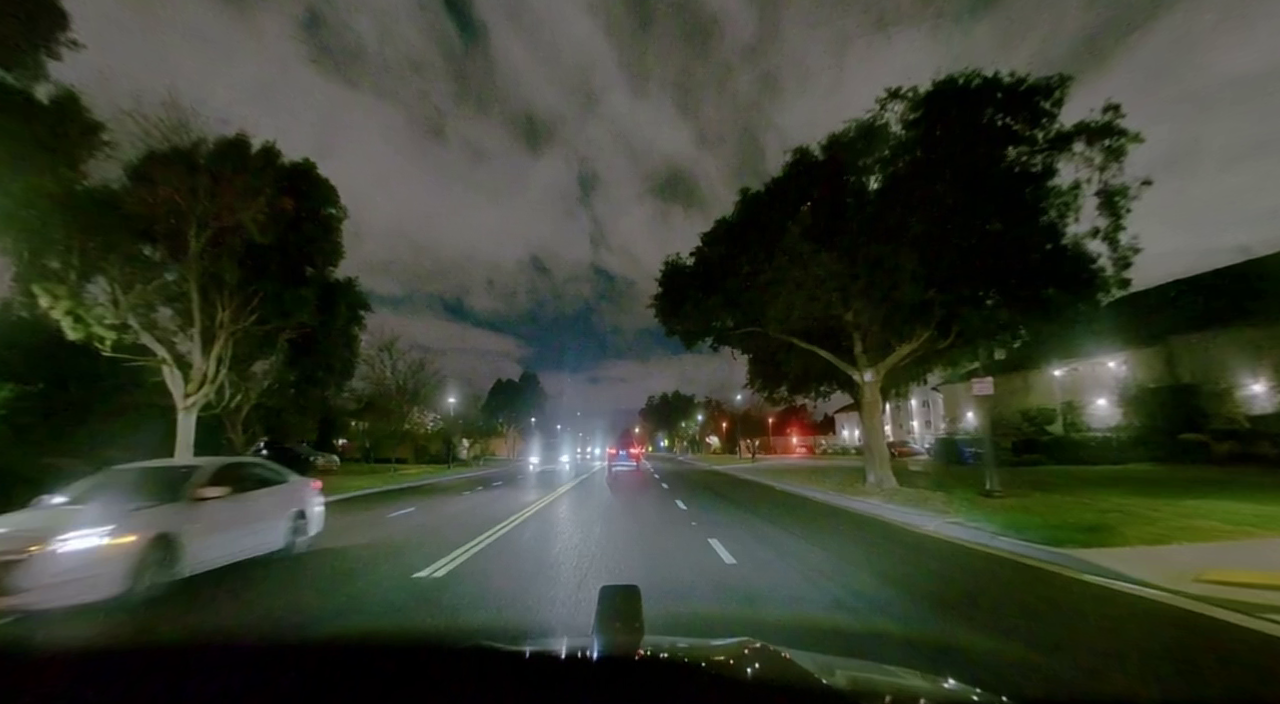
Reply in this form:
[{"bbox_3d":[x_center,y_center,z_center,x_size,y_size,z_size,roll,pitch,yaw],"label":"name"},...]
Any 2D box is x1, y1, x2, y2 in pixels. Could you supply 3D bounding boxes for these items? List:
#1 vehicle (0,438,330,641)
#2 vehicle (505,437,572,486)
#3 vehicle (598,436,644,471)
[{"bbox_3d":[-5.469,1.781,6.962,1.986,1.470,4.431,-3,-9,-2],"label":"vehicle"},{"bbox_3d":[-4.107,4.488,26.178,2.037,1.724,4.512,-2,-9,-1],"label":"vehicle"},{"bbox_3d":[-1.075,6.046,37.688,2.554,1.902,5.329,0,-9,0],"label":"vehicle"}]
